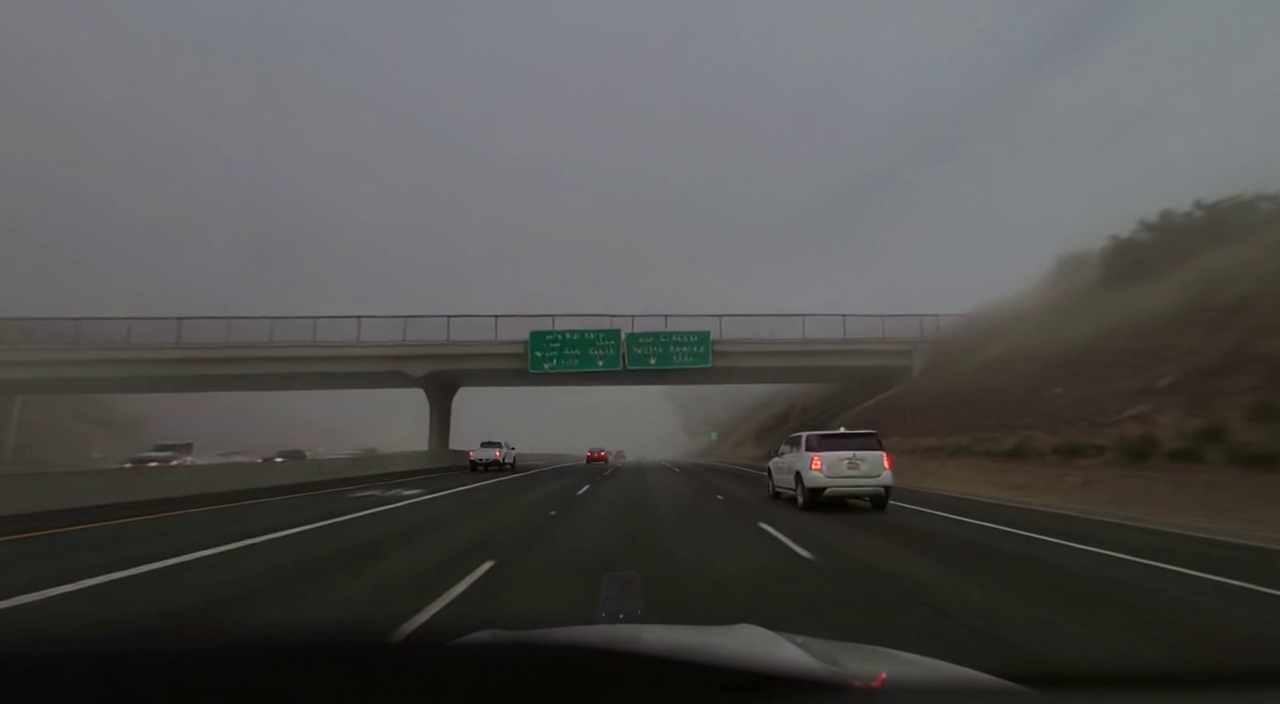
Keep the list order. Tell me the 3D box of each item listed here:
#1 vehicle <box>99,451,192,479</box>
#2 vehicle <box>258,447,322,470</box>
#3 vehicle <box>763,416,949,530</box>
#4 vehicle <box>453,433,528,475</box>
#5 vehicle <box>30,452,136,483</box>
[{"bbox_3d":[-29.818,6.816,38.184,1.949,1.561,4.541,0,-9,0],"label":"vehicle"},{"bbox_3d":[-25.741,7.853,46.528,1.993,1.614,4.606,0,-9,1],"label":"vehicle"},{"bbox_3d":[3.728,2.176,11.844,1.990,1.735,4.276,0,-9,0],"label":"vehicle"},{"bbox_3d":[-7.422,5.162,32.036,2.341,1.959,5.684,0,-9,1],"label":"vehicle"},{"bbox_3d":[-33.444,6.908,38.030,2.034,1.706,4.813,0,-9,0],"label":"vehicle"}]
